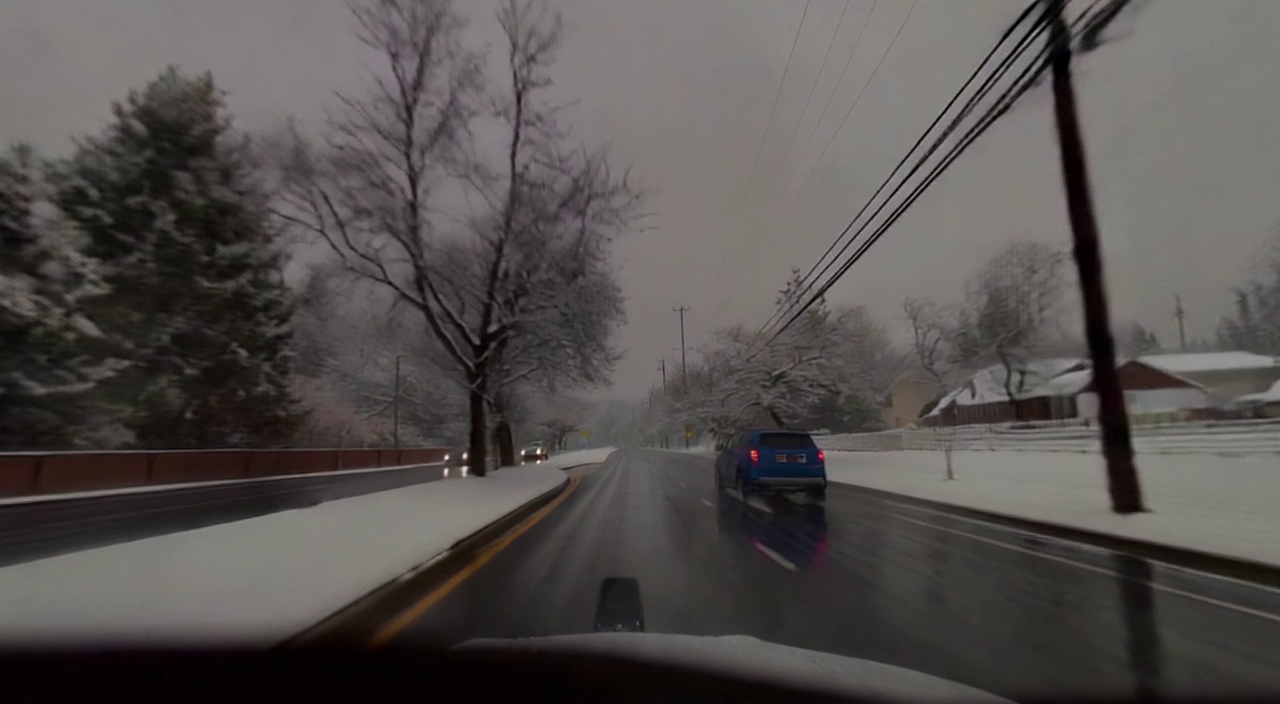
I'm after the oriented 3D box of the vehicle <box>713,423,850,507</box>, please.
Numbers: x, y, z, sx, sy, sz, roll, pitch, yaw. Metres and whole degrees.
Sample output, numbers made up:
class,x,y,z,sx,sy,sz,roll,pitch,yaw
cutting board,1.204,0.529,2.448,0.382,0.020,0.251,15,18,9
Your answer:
class,x,y,z,sx,sy,sz,roll,pitch,yaw
vehicle,3.330,2.795,16.033,2.193,1.777,4.772,0,-9,-2
